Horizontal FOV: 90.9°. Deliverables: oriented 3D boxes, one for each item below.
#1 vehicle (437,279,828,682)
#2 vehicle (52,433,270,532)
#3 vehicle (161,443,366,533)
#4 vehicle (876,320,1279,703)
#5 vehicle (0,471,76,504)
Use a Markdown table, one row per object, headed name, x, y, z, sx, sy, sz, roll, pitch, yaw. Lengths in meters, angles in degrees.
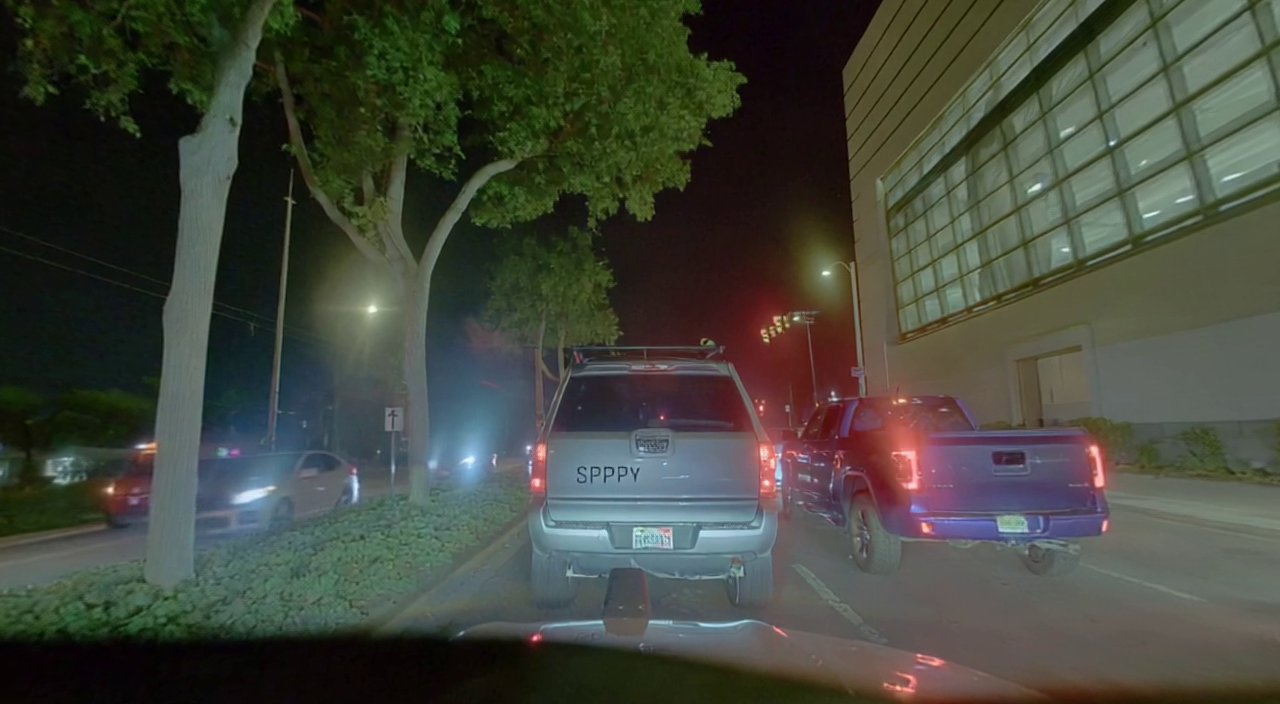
| name | x | y | z | sx | sy | sz | roll | pitch | yaw |
| --- | --- | --- | --- | --- | --- | --- | --- | --- | --- |
| vehicle | 0.013 | 1.042 | 5.979 | 2.267 | 2.372 | 4.366 | 0 | -8 | 2 |
| vehicle | -16.069 | 4.342 | 21.896 | 2.741 | 2.730 | 6.221 | -4 | -8 | 0 |
| vehicle | -9.011 | 3.225 | 15.772 | 2.128 | 1.868 | 4.863 | 0 | -8 | 0 |
| vehicle | 3.075 | 0.987 | 3.466 | 2.022 | 1.700 | 4.410 | 0 | -8 | 3 |
| vehicle | -37.606 | 8.253 | 38.233 | 1.782 | 1.637 | 4.728 | -8 | -9 | 19 |
